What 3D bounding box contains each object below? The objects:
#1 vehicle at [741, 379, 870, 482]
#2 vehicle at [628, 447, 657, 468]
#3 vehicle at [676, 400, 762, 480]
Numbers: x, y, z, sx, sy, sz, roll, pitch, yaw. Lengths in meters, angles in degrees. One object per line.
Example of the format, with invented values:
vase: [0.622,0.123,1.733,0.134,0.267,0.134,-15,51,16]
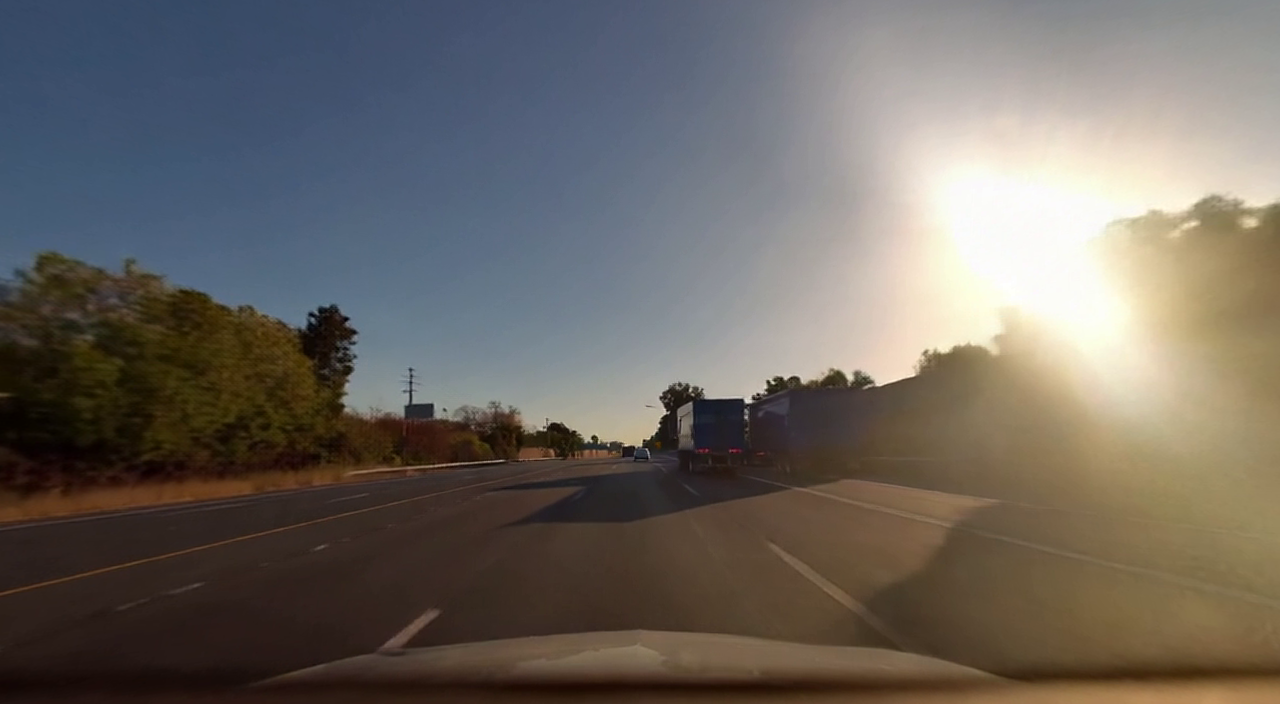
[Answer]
vehicle: [7.916,4.195,32.507,3.268,4.172,12.771,-1,-8,1]
vehicle: [0.174,8.025,47.658,2.083,1.473,3.923,0,-9,0]
vehicle: [3.535,4.293,30.264,2.859,3.332,7.735,0,-9,-2]
